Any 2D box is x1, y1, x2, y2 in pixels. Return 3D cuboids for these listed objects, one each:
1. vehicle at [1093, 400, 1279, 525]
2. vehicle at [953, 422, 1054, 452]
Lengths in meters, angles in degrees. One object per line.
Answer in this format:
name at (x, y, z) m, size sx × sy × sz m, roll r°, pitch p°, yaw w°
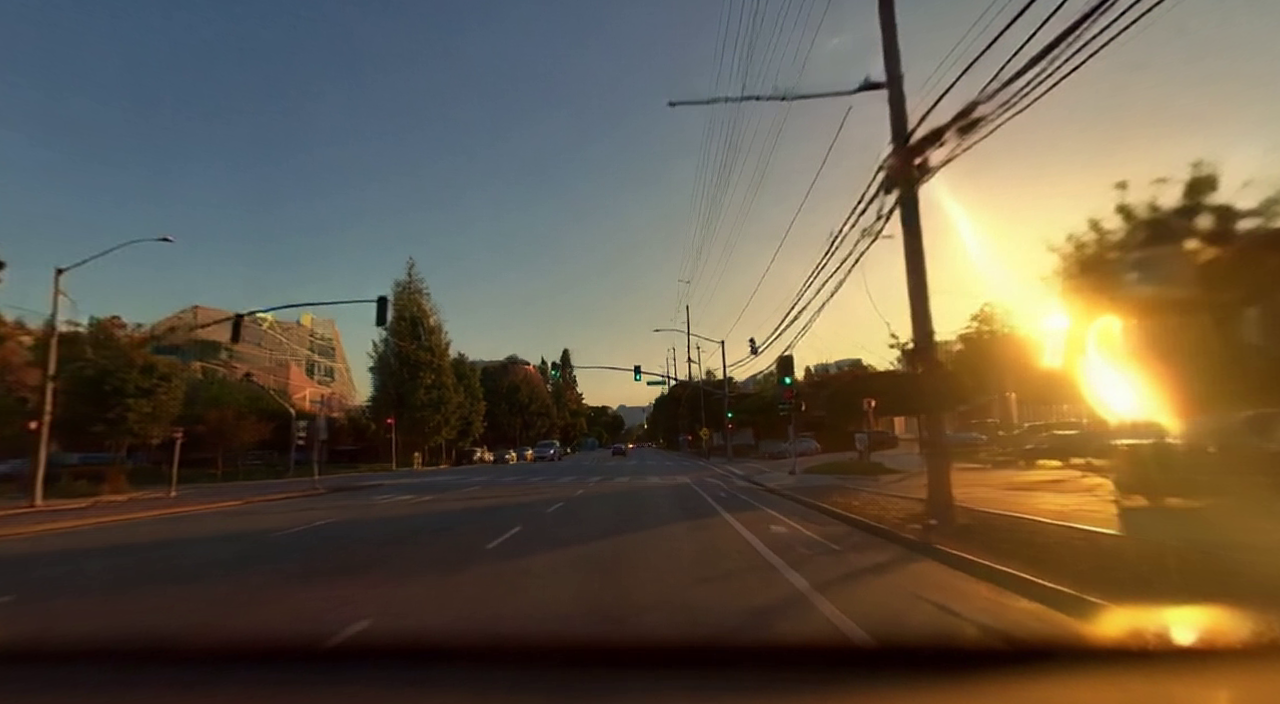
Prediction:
vehicle at (10.410, 1.713, 10.040) m, size 4.765 × 1.738 × 2.101 m, roll 0°, pitch -8°, yaw -2°
vehicle at (26.739, 6.338, 46.712) m, size 2.370 × 2.038 × 6.186 m, roll 3°, pitch -9°, yaw -22°
